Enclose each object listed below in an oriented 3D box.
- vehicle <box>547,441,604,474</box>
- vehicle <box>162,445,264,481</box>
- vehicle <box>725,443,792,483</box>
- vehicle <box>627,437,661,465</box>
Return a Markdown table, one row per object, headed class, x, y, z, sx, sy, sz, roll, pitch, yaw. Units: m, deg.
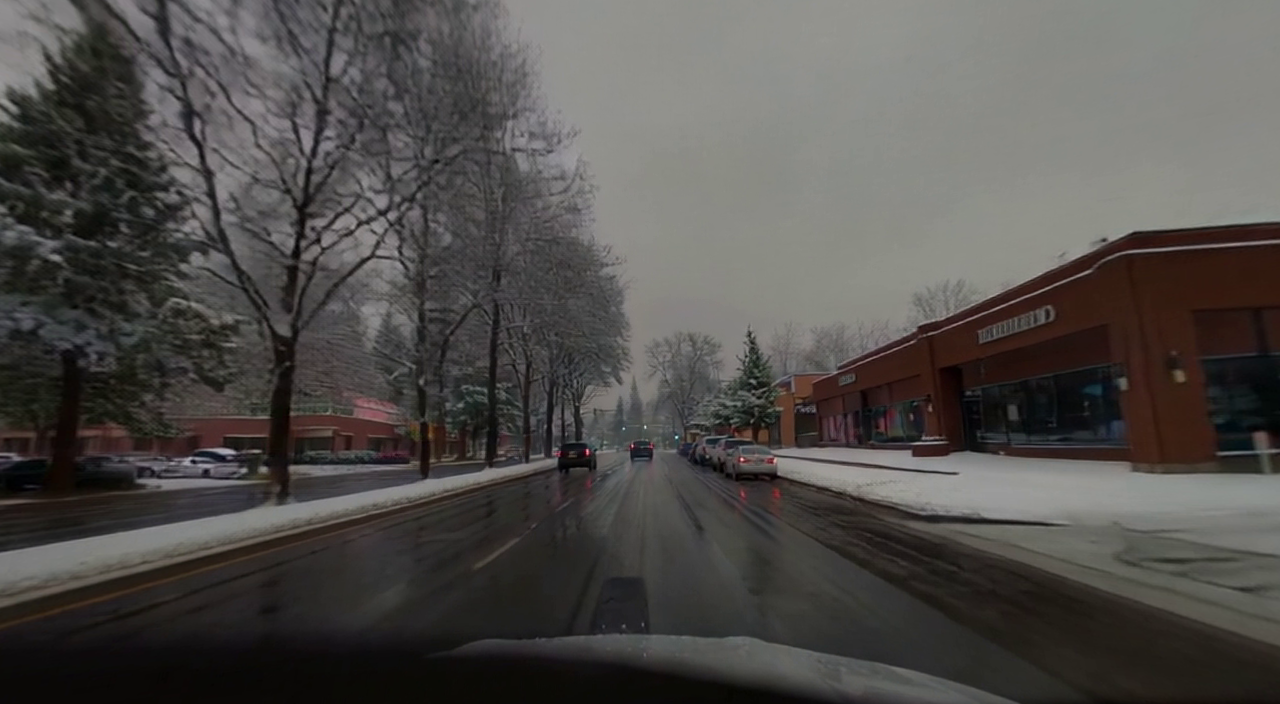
| class | x | y | z | sx | sy | sz | roll | pitch | yaw |
| --- | --- | --- | --- | --- | --- | --- | --- | --- | --- |
| vehicle | -2.999 | 5.054 | 30.420 | 2.151 | 1.484 | 4.468 | 0 | -8 | 2 |
| vehicle | -26.959 | 6.996 | 40.119 | 2.231 | 2.124 | 5.680 | -1 | -8 | 4 |
| vehicle | 4.595 | 4.357 | 25.115 | 1.896 | 1.451 | 4.329 | 0 | -8 | 1 |
| vehicle | 0.286 | 6.473 | 41.380 | 2.075 | 1.770 | 4.018 | 0 | -8 | 1 |
